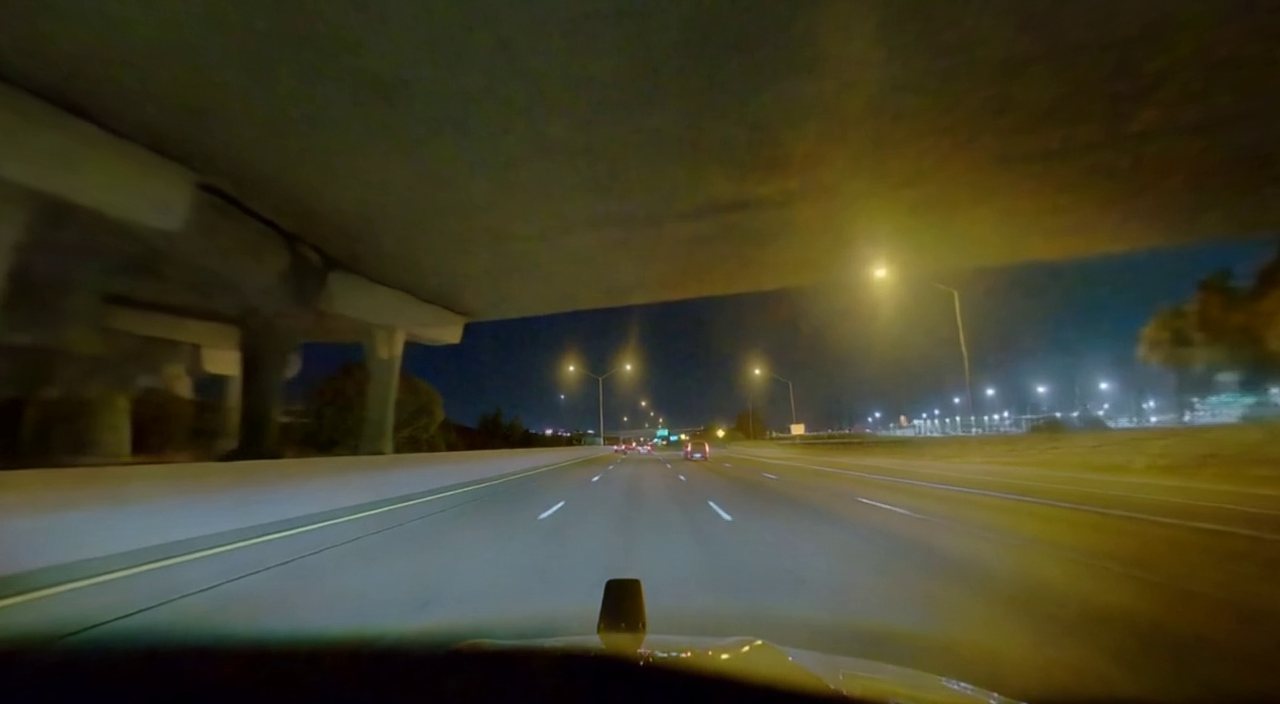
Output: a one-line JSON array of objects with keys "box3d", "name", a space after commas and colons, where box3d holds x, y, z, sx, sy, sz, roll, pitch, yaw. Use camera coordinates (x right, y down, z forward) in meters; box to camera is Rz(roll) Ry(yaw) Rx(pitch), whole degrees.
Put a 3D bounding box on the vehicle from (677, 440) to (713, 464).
[{"box3d": [3.634, 6.703, 42.428, 1.949, 1.515, 4.374, 0, -8, -1], "name": "vehicle"}]
